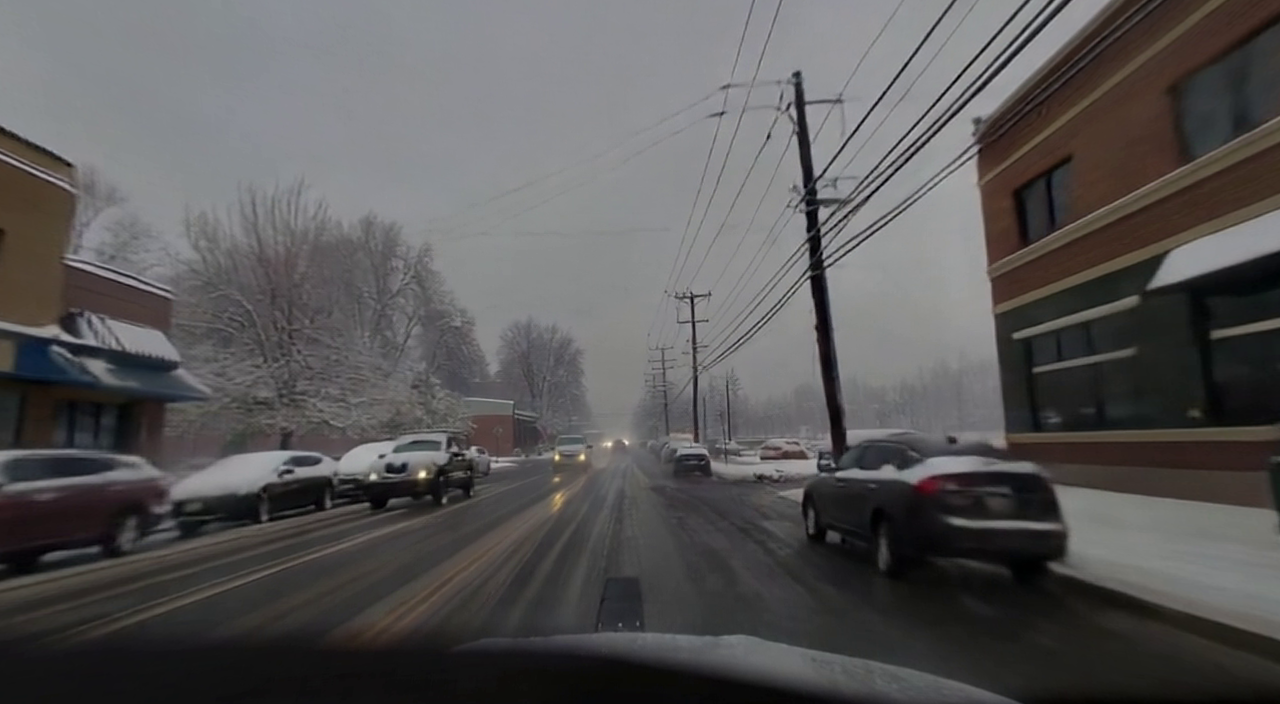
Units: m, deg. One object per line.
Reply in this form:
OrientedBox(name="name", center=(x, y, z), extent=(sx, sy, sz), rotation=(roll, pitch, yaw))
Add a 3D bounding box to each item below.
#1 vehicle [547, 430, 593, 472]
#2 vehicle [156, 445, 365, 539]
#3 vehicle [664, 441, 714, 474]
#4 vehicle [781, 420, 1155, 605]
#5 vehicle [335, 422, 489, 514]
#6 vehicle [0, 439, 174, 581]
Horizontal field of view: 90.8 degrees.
OrientedBox(name="vehicle", center=(-3.593, 5.209, 33.332), extent=(2.115, 2.065, 4.452), rotation=(0, -9, -3))
OrientedBox(name="vehicle", center=(-8.554, 3.121, 14.943), extent=(1.791, 1.622, 5.056), rotation=(-2, -7, 1))
OrientedBox(name="vehicle", center=(2.576, 5.288, 32.016), extent=(2.261, 1.503, 4.695), rotation=(-2, -8, 7))
OrientedBox(name="vehicle", center=(3.429, 1.777, 8.064), extent=(2.136, 1.586, 4.919), rotation=(1, -9, 0))
OrientedBox(name="vehicle", center=(-5.486, 2.844, 15.948), extent=(2.152, 1.918, 4.217), rotation=(-3, -8, 3))
OrientedBox(name="vehicle", center=(-8.854, 2.039, 8.120), extent=(2.009, 1.684, 5.009), rotation=(-2, -7, -1))
